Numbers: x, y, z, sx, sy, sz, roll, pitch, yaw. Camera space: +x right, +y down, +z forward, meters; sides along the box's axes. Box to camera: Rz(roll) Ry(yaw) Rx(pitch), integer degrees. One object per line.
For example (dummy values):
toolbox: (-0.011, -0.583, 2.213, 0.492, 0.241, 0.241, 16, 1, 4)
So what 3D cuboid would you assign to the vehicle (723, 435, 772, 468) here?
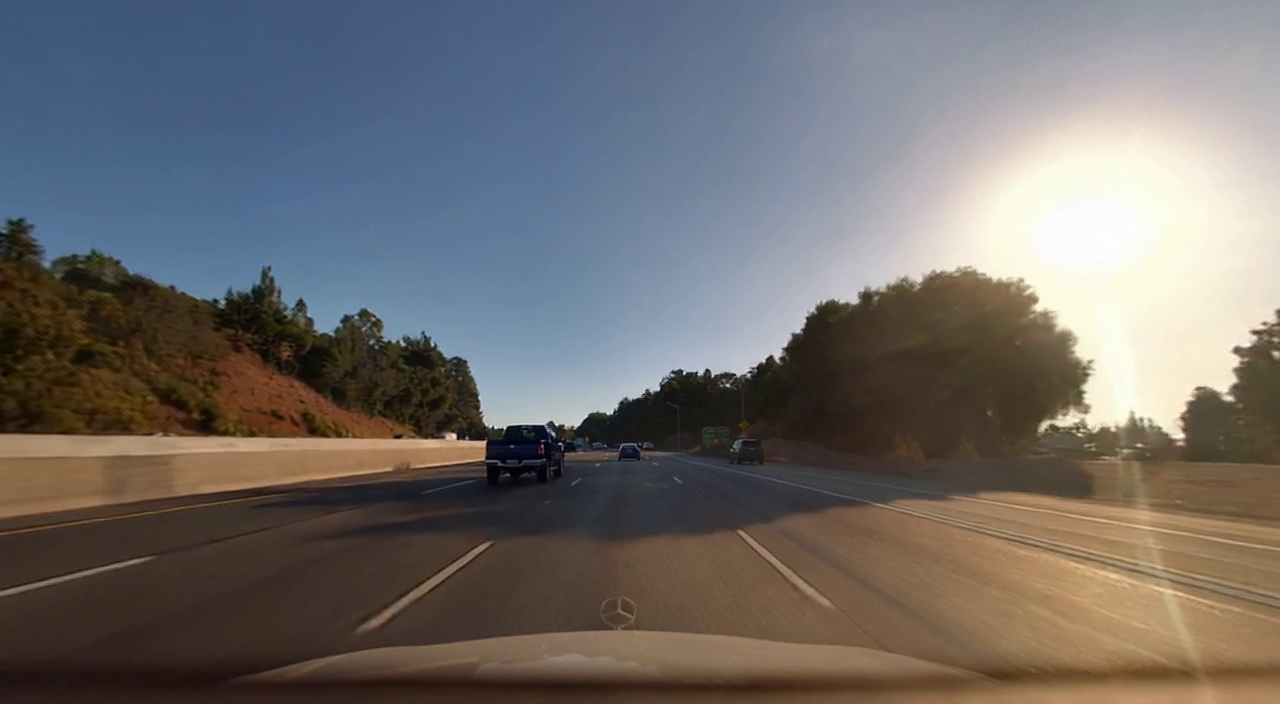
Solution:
vehicle: (6.732, 6.294, 40.054, 2.103, 1.898, 5.310, 0, -9, -1)

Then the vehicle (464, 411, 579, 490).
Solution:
vehicle: (-3.594, 3.207, 20.686, 2.592, 2.179, 6.034, 0, -9, 0)

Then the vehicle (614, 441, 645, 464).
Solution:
vehicle: (-0.732, 7.364, 46.370, 2.157, 1.642, 4.189, 0, -9, -1)
